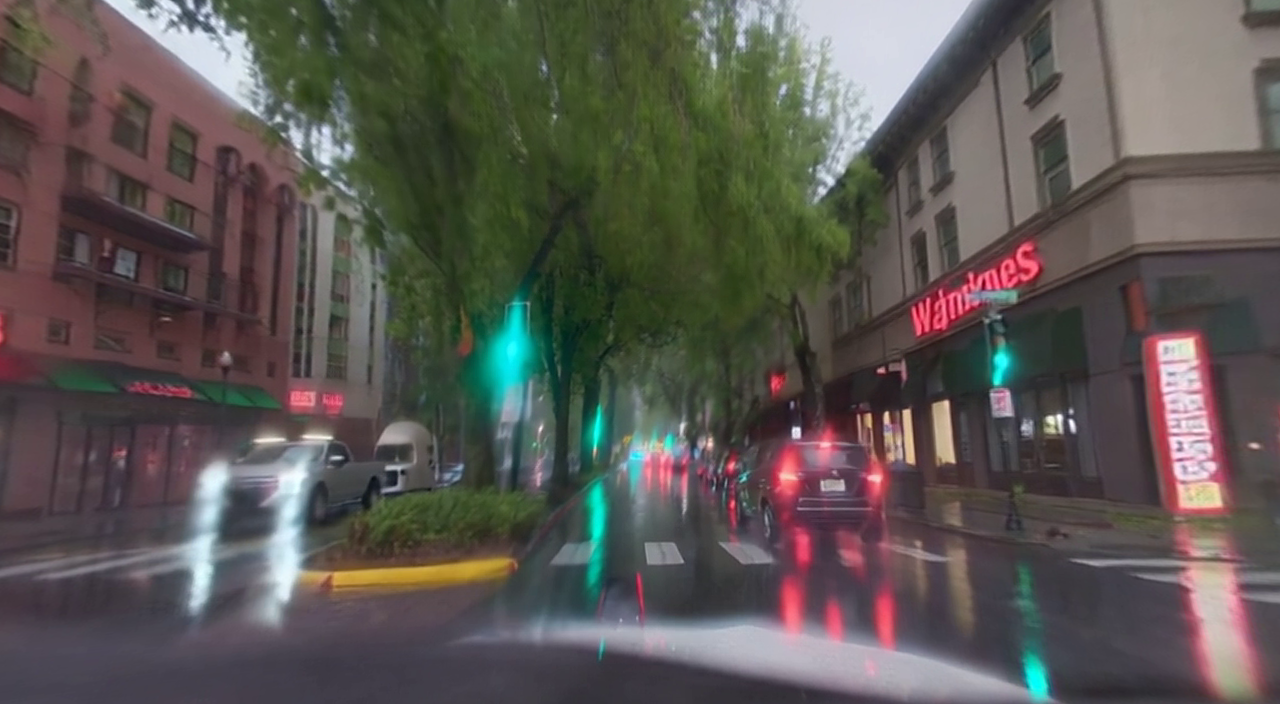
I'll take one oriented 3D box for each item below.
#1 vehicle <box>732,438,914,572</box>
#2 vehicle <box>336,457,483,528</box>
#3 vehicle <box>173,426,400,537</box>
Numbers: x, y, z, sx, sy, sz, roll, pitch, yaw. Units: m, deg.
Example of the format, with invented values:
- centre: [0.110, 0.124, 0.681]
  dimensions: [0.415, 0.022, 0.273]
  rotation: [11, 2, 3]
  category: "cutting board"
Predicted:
- centre: [2.531, 2.151, 9.477]
  dimensions: [1.822, 1.654, 2.794]
  rotation: [0, -8, -1]
  category: "vehicle"
- centre: [-5.637, 3.474, 16.203]
  dimensions: [1.983, 1.438, 4.559]
  rotation: [0, -8, 1]
  category: "vehicle"
- centre: [-8.672, 3.197, 16.473]
  dimensions: [2.489, 2.323, 5.843]
  rotation: [0, -8, 0]
  category: "vehicle"
